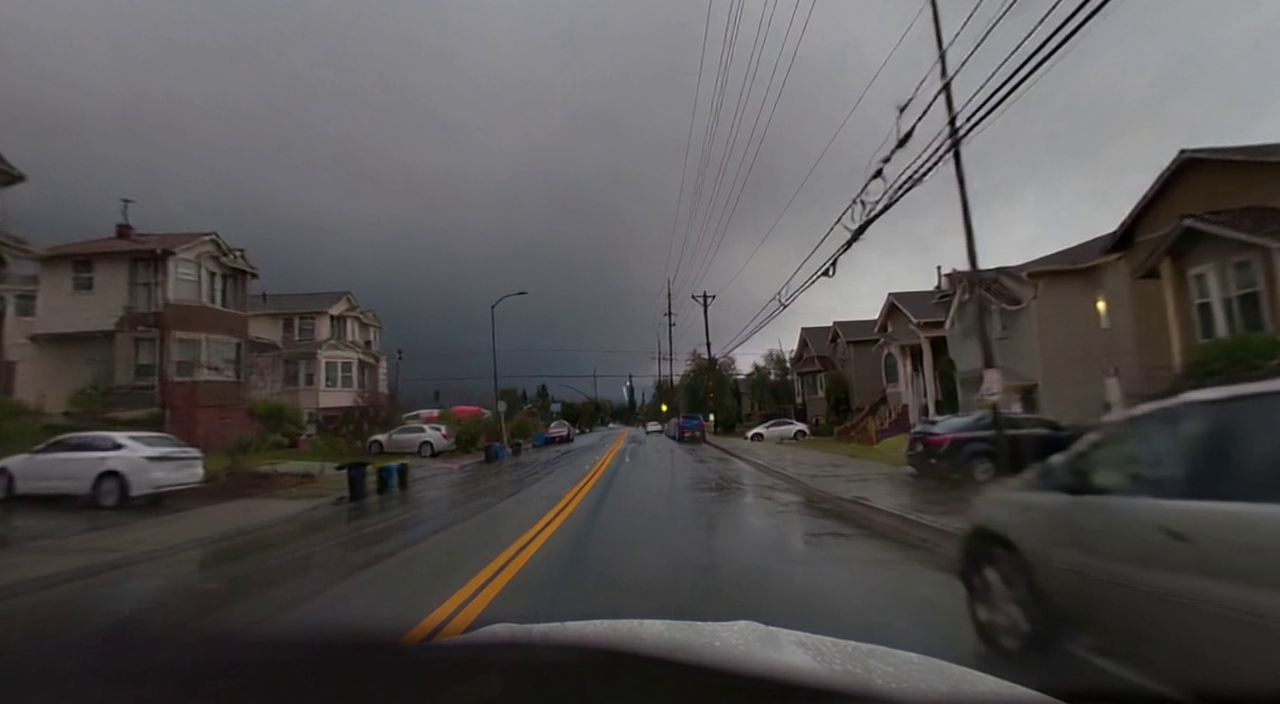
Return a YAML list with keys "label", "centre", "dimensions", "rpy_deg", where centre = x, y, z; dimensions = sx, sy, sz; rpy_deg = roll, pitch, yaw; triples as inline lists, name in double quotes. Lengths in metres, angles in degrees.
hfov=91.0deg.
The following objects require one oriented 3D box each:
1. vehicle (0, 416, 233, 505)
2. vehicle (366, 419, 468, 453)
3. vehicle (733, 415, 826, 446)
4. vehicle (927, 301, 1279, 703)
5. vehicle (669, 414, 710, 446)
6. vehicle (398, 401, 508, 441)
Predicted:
- label: "vehicle"
  centre: [-12.059, 2.396, 14.054]
  dimensions: [4.525, 1.797, 2.024]
  rpy_deg: [0, -9, 3]
- label: "vehicle"
  centre: [-11.499, 4.343, 32.637]
  dimensions: [4.484, 1.538, 1.901]
  rpy_deg: [1, -8, 3]
- label: "vehicle"
  centre: [7.816, 4.499, 35.758]
  dimensions: [4.893, 1.642, 1.874]
  rpy_deg: [0, -10, 4]
- label: "vehicle"
  centre: [3.250, 0.780, 2.173]
  dimensions: [2.211, 1.860, 4.813]
  rpy_deg: [0, -9, 0]
- label: "vehicle"
  centre: [3.199, 5.109, 41.510]
  dimensions: [2.277, 1.917, 5.495]
  rpy_deg: [1, -6, 0]
- label: "vehicle"
  centre: [-13.845, 5.150, 46.723]
  dimensions: [7.267, 2.775, 2.786]
  rpy_deg: [-1, -8, 13]
